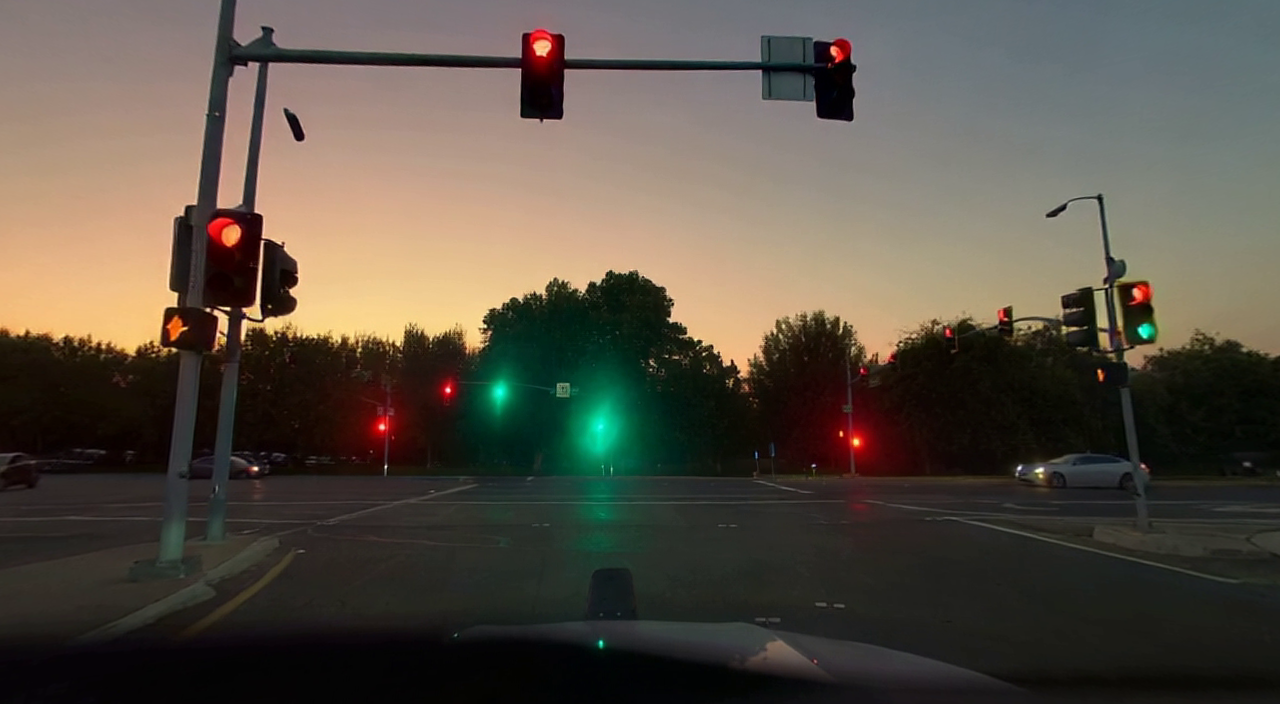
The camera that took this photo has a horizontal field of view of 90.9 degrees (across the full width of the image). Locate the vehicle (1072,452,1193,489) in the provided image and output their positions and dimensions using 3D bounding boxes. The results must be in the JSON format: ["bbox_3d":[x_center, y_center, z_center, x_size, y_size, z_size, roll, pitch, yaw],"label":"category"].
[{"bbox_3d":[22.703,5.468,29.117,3.998,1.590,1.936,1,-10,-6],"label":"vehicle"}]

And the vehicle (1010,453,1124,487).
[{"bbox_3d":[22.030,6.078,32.592,4.455,1.647,2.124,1,-10,-8],"label":"vehicle"}]
